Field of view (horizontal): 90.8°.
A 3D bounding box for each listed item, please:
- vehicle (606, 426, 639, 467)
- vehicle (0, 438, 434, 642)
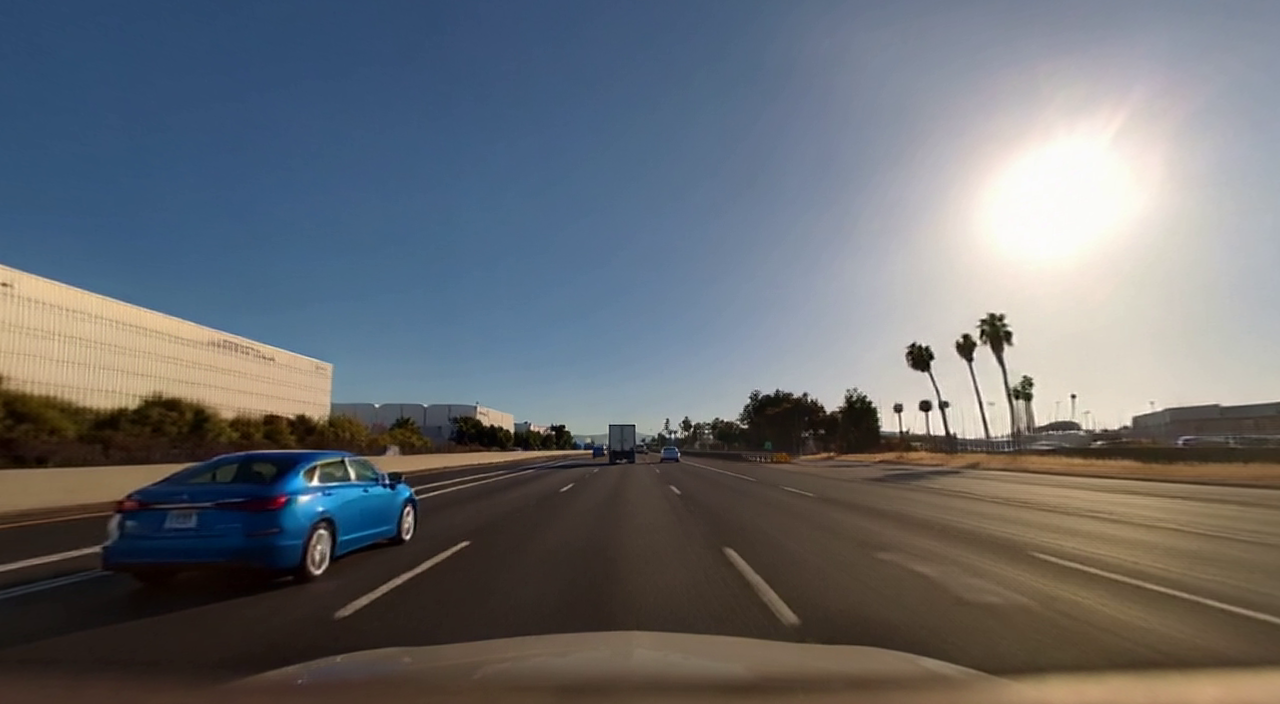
[{"bbox_3d":[-1.313,7.256,48.578,2.364,2.953,6.495,0,-9,-2],"label":"vehicle"},{"bbox_3d":[-3.992,1.686,6.765,2.097,1.447,4.291,0,-9,0],"label":"vehicle"}]
